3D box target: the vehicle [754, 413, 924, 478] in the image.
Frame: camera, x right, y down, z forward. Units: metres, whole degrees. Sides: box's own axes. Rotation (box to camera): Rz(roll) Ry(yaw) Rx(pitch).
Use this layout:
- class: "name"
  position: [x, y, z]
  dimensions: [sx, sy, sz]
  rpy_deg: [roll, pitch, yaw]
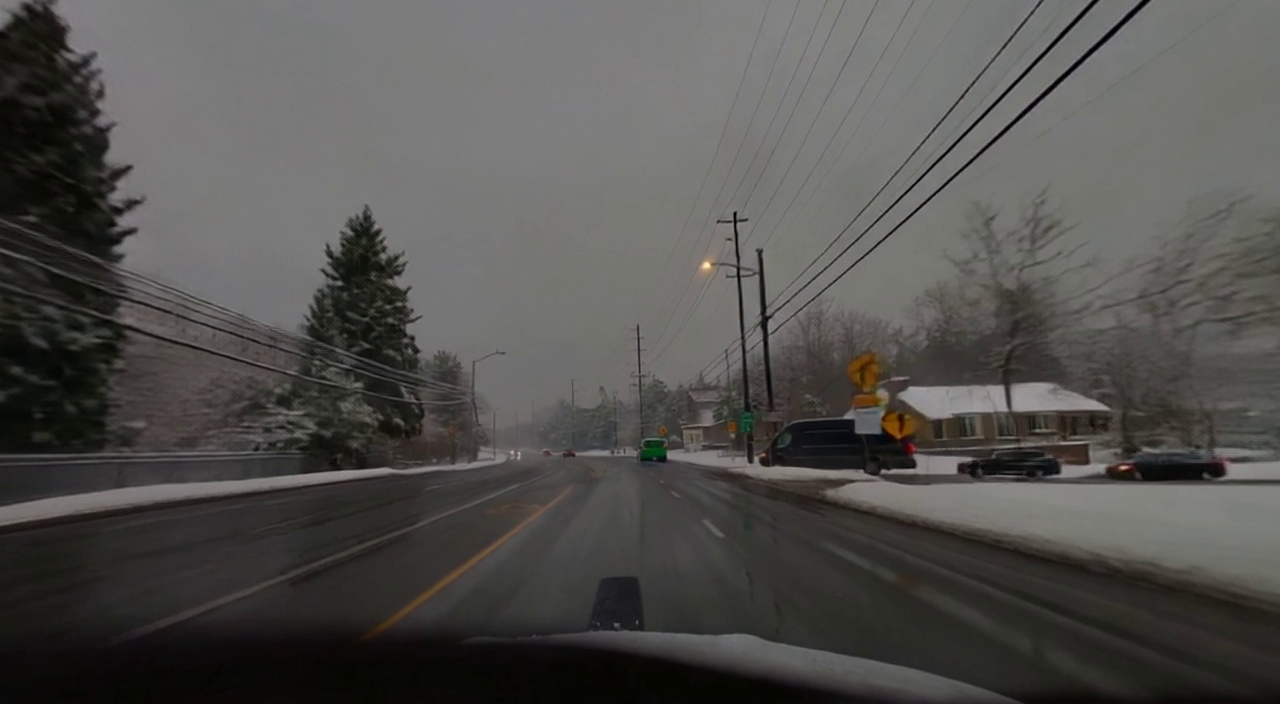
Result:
- class: "vehicle"
  position: [10.295, 4.908, 33.028]
  dimensions: [7.877, 3.013, 2.916]
  rpy_deg: [-5, -11, 30]

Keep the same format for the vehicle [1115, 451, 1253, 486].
- class: "vehicle"
  position: [24.240, 5.188, 28.249]
  dimensions: [4.462, 1.449, 1.877]
  rpy_deg: [1, -9, -3]

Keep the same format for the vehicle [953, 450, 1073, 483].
- class: "vehicle"
  position: [17.183, 5.284, 29.372]
  dimensions: [4.396, 1.447, 1.838]
  rpy_deg: [-3, -10, 17]

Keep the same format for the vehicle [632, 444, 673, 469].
- class: "vehicle"
  position: [0.727, 6.585, 39.791]
  dimensions: [2.015, 1.467, 4.117]
  rpy_deg: [1, -9, -7]
